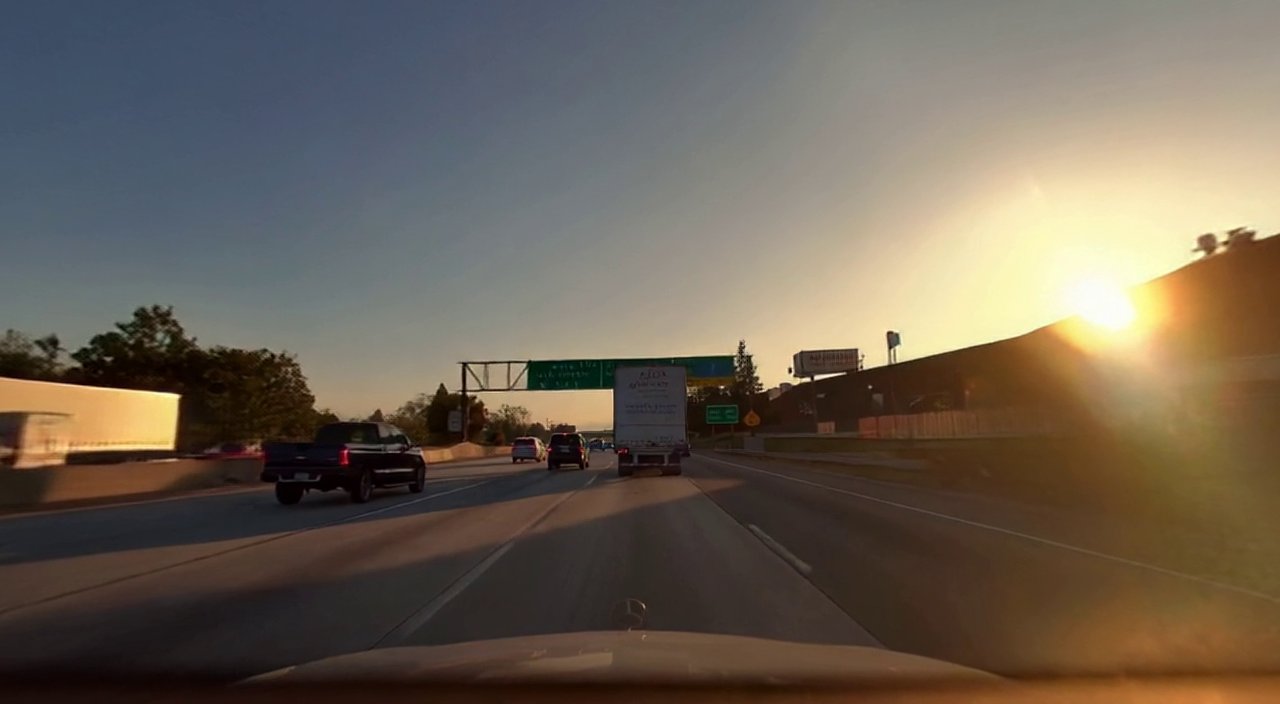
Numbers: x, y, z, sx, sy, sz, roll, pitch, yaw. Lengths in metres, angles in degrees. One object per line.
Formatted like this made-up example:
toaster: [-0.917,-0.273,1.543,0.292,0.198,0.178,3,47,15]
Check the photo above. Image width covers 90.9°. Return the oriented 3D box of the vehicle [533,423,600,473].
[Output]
vehicle: [-3.276,4.510,29.662,2.379,2.075,6.169,0,-9,0]

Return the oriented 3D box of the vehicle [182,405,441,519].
vehicle: [-6.683,2.365,14.024,2.479,1.978,5.952,0,-9,1]

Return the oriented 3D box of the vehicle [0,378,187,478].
vehicle: [-24.012,3.350,26.588,2.767,3.509,9.241,0,-9,0]

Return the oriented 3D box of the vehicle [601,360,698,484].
vehicle: [0.268,2.871,24.241,2.941,3.794,9.851,0,-9,0]
